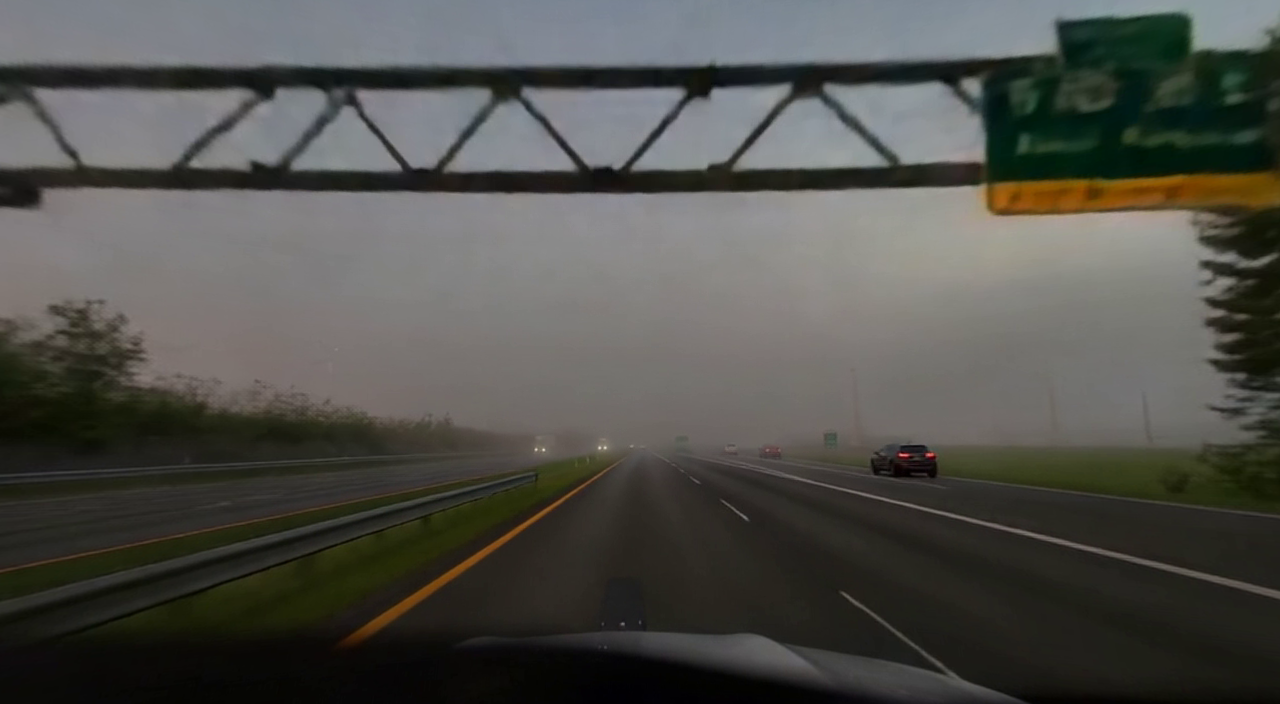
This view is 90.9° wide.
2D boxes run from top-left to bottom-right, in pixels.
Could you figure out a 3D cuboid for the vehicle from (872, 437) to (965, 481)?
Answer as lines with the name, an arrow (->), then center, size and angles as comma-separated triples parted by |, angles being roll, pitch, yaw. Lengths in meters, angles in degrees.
vehicle -> 11.705, 4.520, 26.867 | 1.897, 1.669, 4.825 | 0, -9, 2
